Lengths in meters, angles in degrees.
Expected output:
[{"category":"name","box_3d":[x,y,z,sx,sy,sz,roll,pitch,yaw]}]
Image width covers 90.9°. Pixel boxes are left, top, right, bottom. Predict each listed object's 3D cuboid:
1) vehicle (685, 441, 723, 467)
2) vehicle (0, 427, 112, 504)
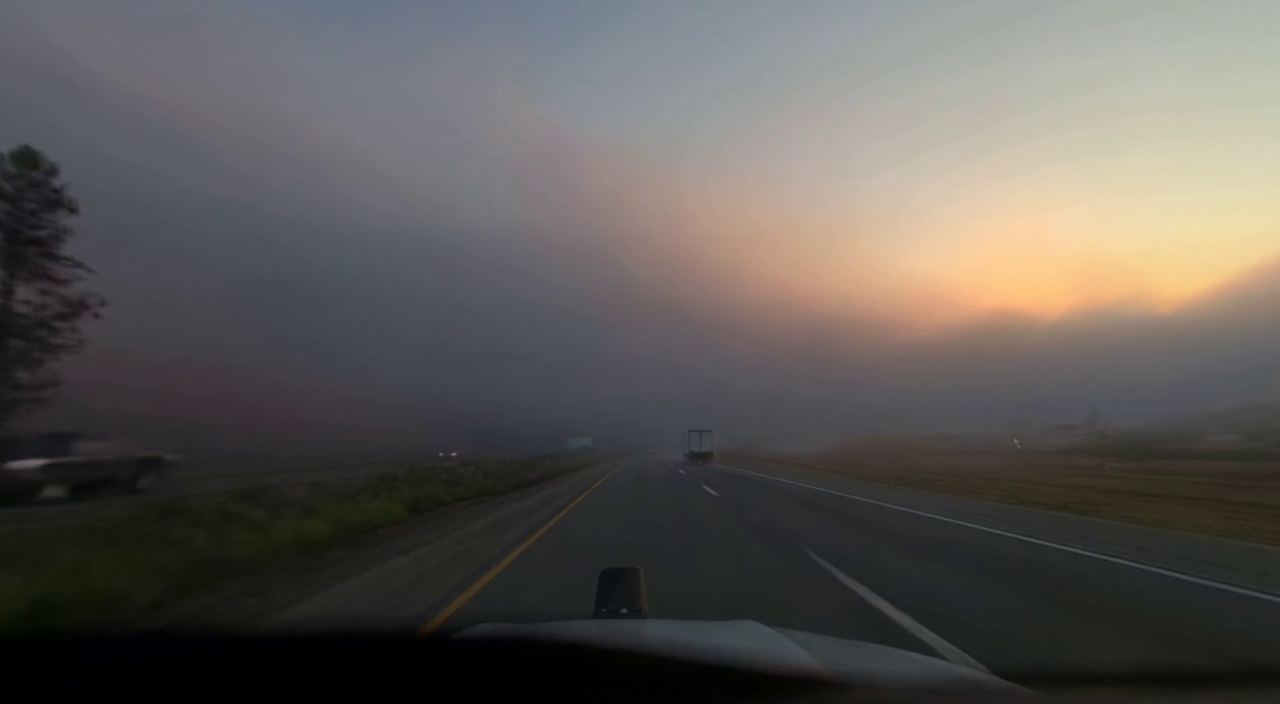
[{"category":"vehicle","box_3d":[4.298,6.951,43.120,2.157,1.640,4.056,0,-8,0]},{"category":"vehicle","box_3d":[-17.421,3.008,16.735,2.361,1.937,5.075,-1,-8,1]}]
